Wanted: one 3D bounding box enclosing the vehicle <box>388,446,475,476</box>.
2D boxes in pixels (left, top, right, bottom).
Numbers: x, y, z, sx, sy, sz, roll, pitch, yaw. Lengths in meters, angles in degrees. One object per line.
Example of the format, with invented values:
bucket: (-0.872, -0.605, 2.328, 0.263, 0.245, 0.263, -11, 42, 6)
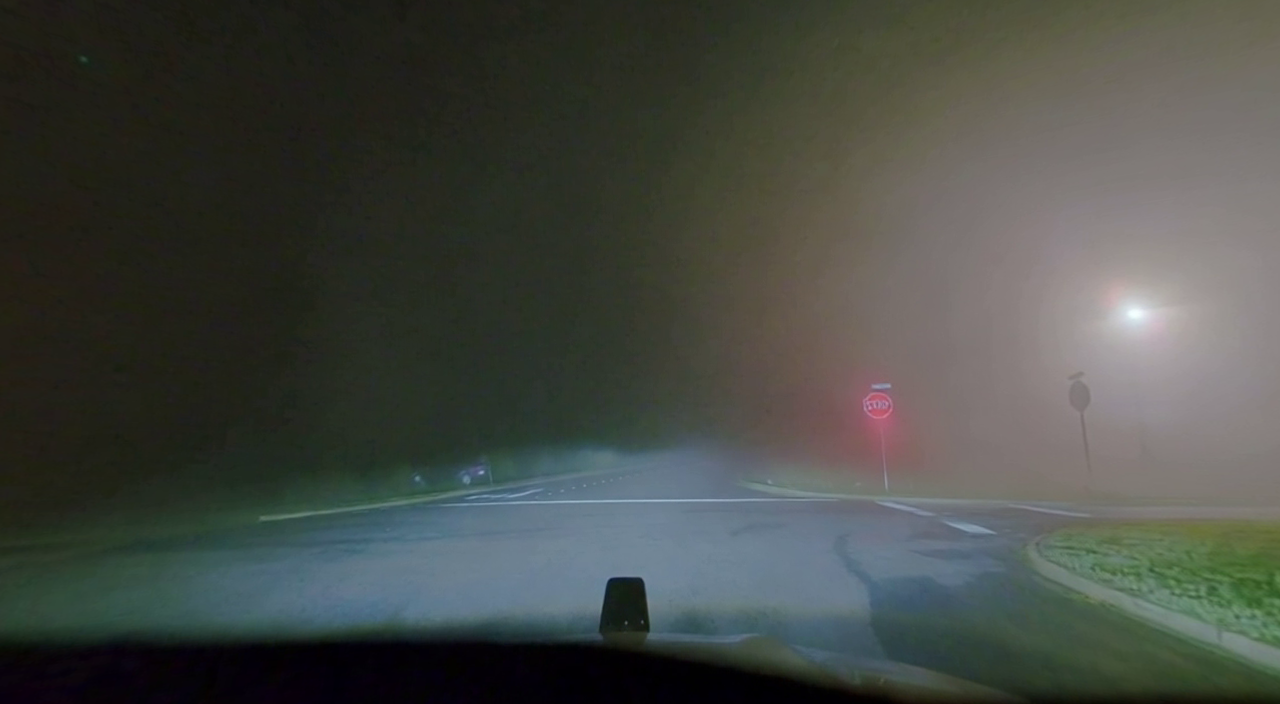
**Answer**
vehicle: (-12.709, 6.624, 38.537, 4.590, 1.735, 1.973, -1, -9, 3)
